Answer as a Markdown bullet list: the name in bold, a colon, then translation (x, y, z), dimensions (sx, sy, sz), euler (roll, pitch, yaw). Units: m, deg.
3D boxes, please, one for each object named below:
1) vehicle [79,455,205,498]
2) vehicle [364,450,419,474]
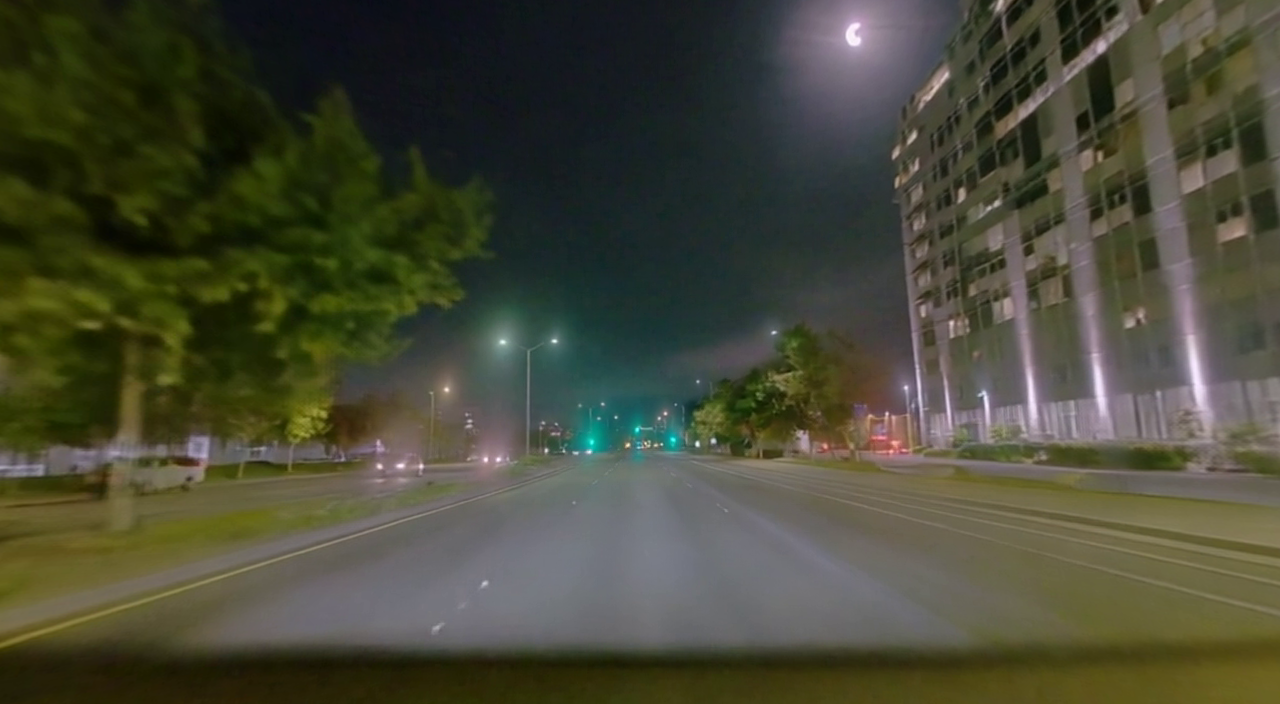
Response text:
- **vehicle**: translation (-22.319, 5.556, 28.601), dimensions (1.990, 1.650, 4.617), euler (0, -8, -1)
- **vehicle**: translation (-16.899, 7.482, 43.225), dimensions (1.877, 1.525, 4.312), euler (-1, -8, 3)
